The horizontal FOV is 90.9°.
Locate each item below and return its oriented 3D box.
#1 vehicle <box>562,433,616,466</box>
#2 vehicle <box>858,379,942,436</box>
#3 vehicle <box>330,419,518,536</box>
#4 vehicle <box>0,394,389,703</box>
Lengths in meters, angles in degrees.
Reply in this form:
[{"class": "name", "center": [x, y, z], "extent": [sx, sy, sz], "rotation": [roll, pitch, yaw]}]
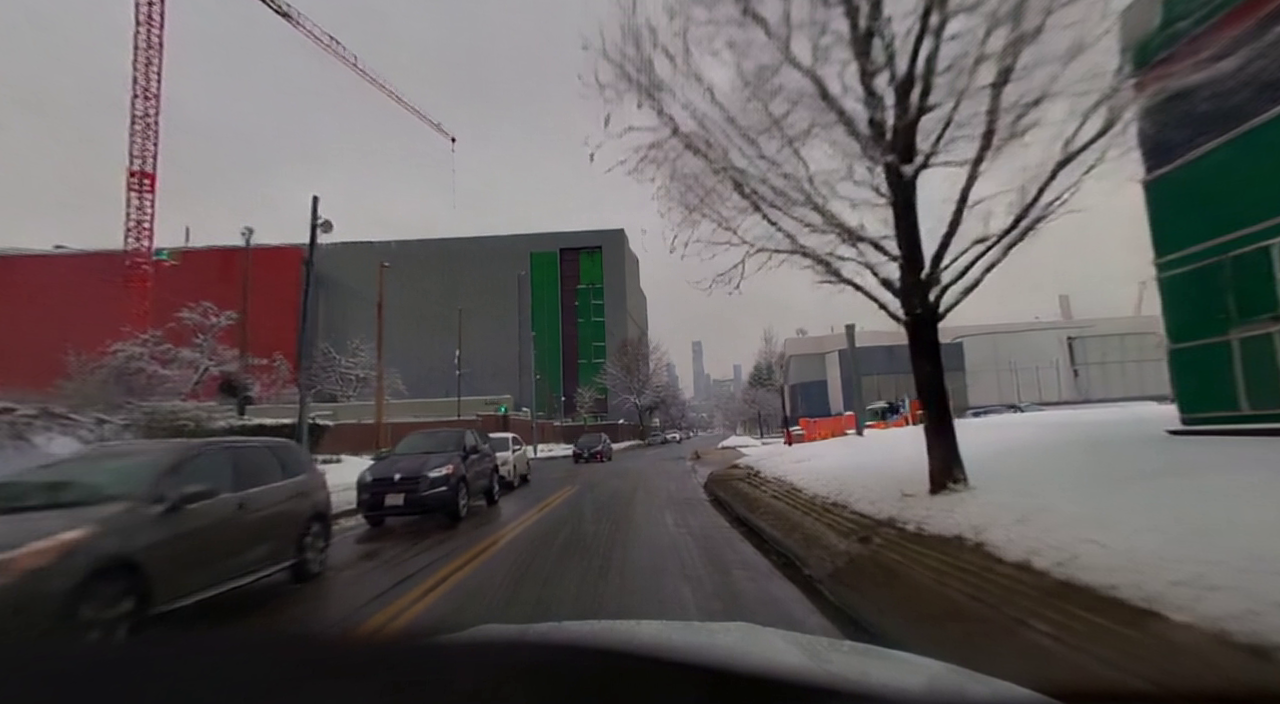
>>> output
[{"class": "vehicle", "center": [-2.668, 5.206, 33.980], "extent": [1.967, 1.646, 4.192], "rotation": [-2, -8, 10]}, {"class": "vehicle", "center": [19.410, 4.448, 47.797], "extent": [3.031, 3.863, 9.734], "rotation": [-1, -8, 6]}, {"class": "vehicle", "center": [-3.599, 2.128, 11.464], "extent": [2.026, 1.699, 4.224], "rotation": [0, -8, -2]}, {"class": "vehicle", "center": [-3.770, 1.280, 4.831], "extent": [1.980, 1.635, 4.153], "rotation": [0, -8, 0]}]
